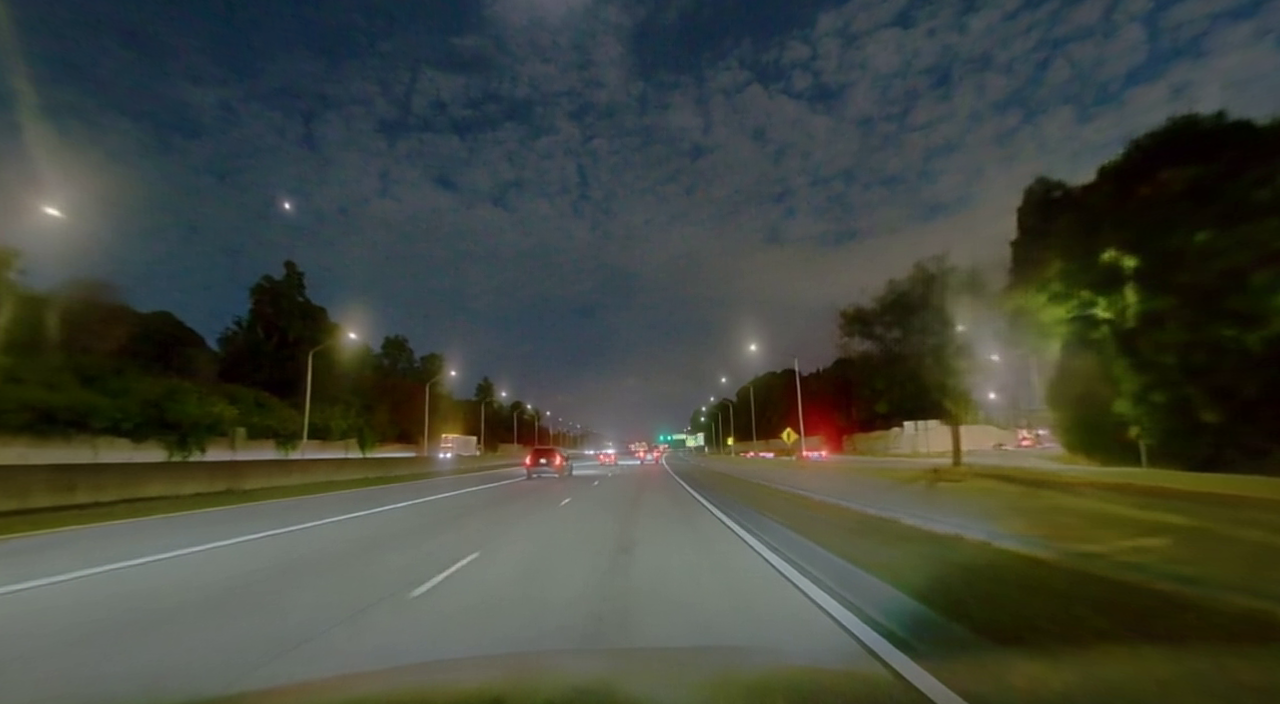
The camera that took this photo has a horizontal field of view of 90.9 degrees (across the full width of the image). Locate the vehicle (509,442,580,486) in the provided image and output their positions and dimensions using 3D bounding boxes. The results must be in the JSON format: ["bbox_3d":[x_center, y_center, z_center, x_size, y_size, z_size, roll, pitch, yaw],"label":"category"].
[{"bbox_3d":[-4.009,4.797,27.247,2.263,1.696,4.321,0,-9,1],"label":"vehicle"}]
